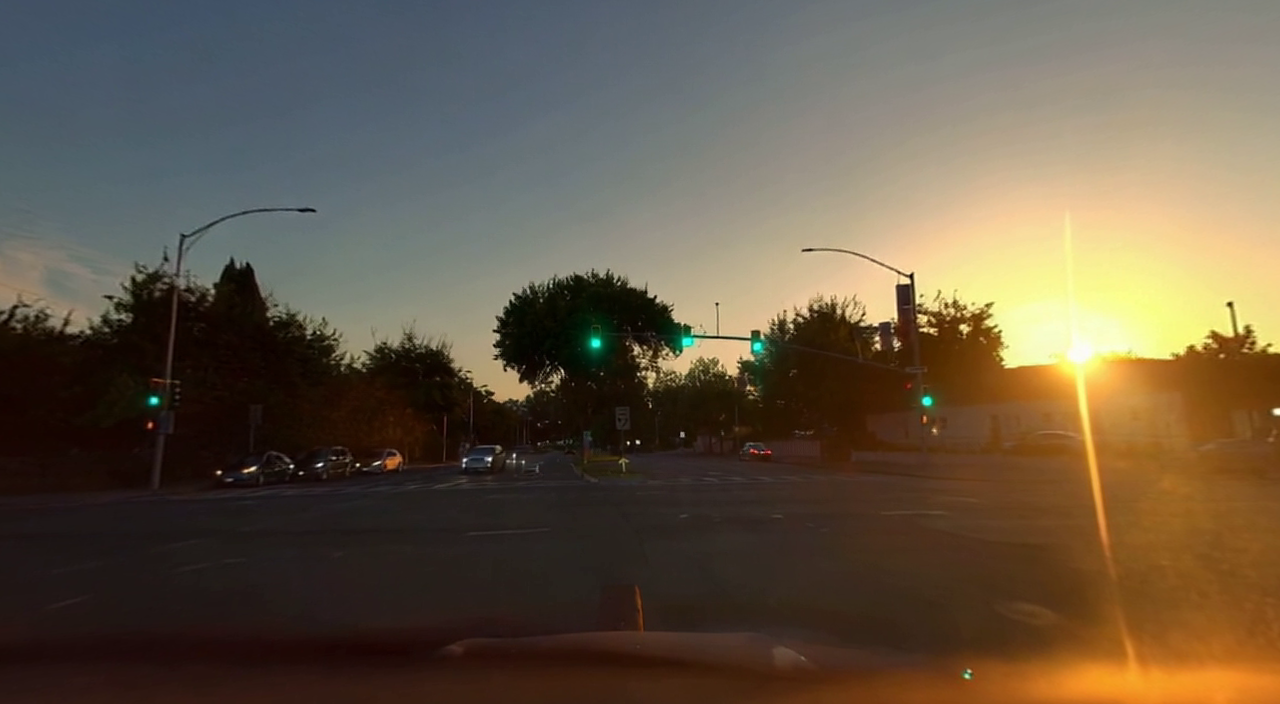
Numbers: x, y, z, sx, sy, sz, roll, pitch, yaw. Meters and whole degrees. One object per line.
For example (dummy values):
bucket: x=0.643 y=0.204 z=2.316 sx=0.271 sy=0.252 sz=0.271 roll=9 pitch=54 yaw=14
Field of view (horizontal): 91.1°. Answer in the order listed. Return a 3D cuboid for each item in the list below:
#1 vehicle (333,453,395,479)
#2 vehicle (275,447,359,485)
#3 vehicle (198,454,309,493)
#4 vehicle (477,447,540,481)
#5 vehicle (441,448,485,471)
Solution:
vehicle: x=-17.105 y=7.042 z=39.113 sx=1.804 sy=1.486 sz=4.625 roll=0 pitch=-9 yaw=-1
vehicle: x=-17.039 y=5.997 z=33.479 sx=1.960 sy=1.819 sz=5.018 roll=0 pitch=-9 yaw=-2
vehicle: x=-16.793 y=5.255 z=27.597 sx=2.055 sy=1.506 sz=4.663 roll=0 pitch=-9 yaw=-3
vehicle: x=-6.204 y=5.317 z=30.226 sx=2.154 sy=1.501 sz=4.416 roll=0 pitch=-9 yaw=-1
vehicle: x=-14.014 y=8.486 z=49.984 sx=2.126 sy=1.709 sz=5.095 roll=0 pitch=-9 yaw=-1
